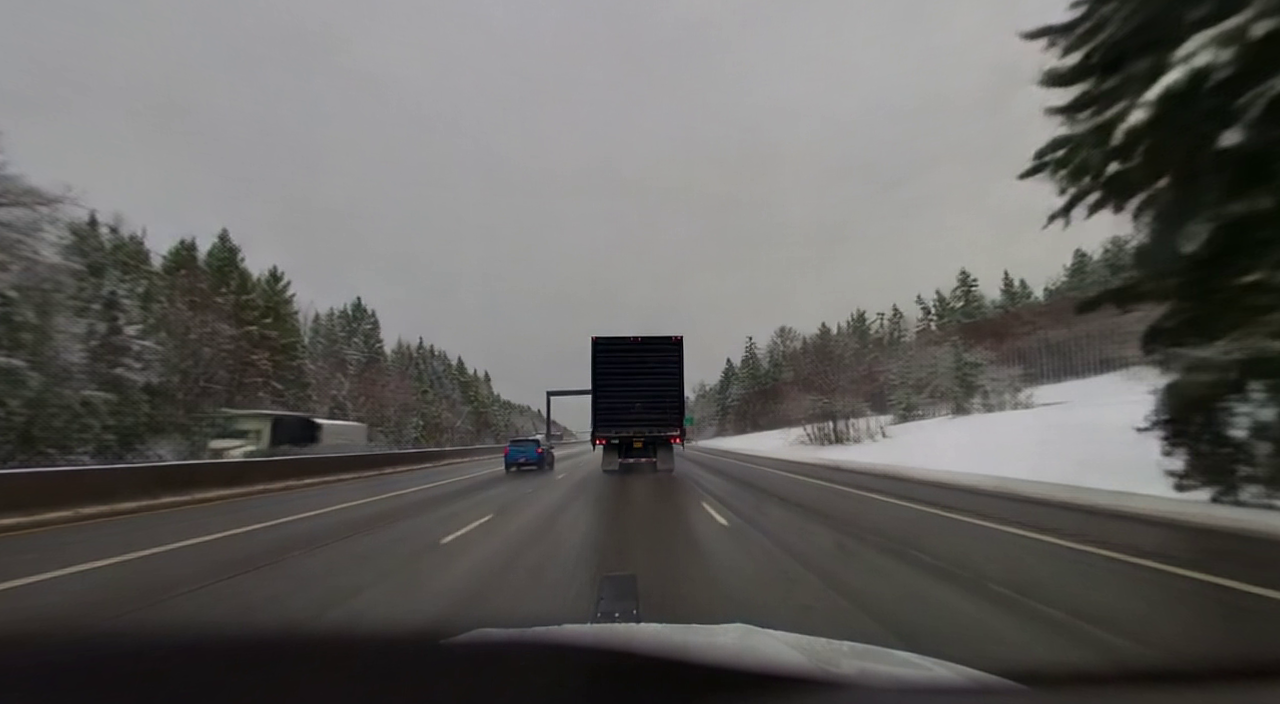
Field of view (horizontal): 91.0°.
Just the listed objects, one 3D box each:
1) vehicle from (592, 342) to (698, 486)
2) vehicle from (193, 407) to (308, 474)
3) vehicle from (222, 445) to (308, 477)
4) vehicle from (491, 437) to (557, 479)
[{"bbox_3d":[0.025,2.526,23.605,3.073,4.196,10.546,0,-8,-1],"label":"vehicle"},{"bbox_3d":[-24.678,5.657,40.337,3.035,3.916,6.401,-1,-8,1],"label":"vehicle"},{"bbox_3d":[-19.942,5.809,33.745,1.801,1.548,4.633,0,-8,0],"label":"vehicle"},{"bbox_3d":[-4.599,4.263,25.557,1.854,1.530,4.268,0,-8,0],"label":"vehicle"}]
